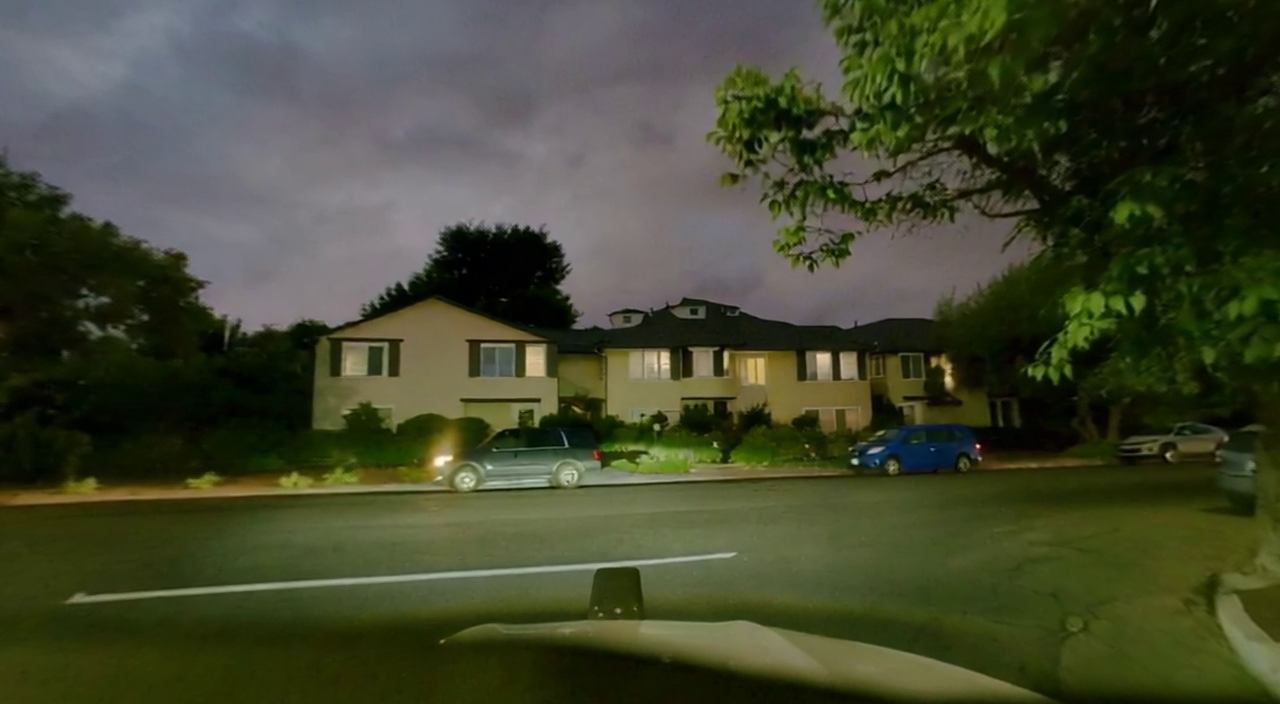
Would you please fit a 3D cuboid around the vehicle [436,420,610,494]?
[{"bbox_3d":[-2.821,2.471,15.079,3.746,1.518,1.845,4,-5,-21],"label":"vehicle"}]

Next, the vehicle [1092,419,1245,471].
[{"bbox_3d":[17.009,2.954,20.332,3.785,1.488,1.828,1,-6,-15],"label":"vehicle"}]

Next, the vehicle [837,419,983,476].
[{"bbox_3d":[7.800,2.767,18.342,3.513,1.507,1.798,3,-7,-14],"label":"vehicle"}]
